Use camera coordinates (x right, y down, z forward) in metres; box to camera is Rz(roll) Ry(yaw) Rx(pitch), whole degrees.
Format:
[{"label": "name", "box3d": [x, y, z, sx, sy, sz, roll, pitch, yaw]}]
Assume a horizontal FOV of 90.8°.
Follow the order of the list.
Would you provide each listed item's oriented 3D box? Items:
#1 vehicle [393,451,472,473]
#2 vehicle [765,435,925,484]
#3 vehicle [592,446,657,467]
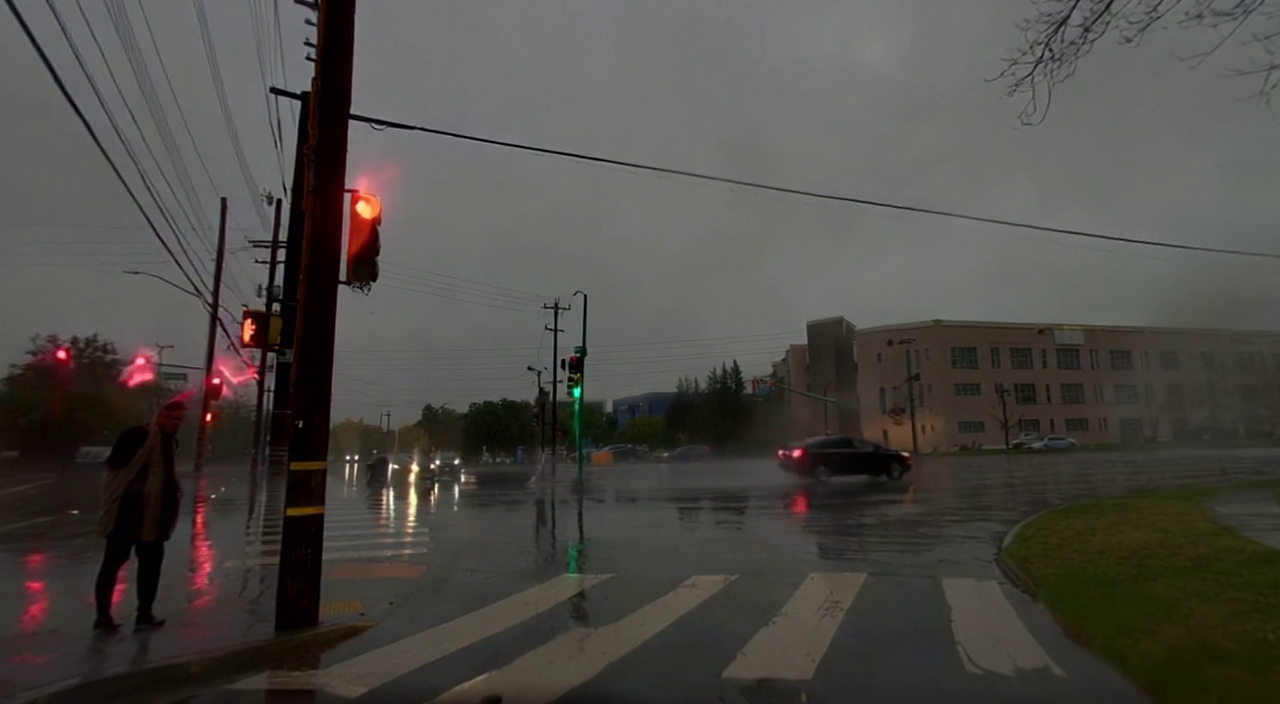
[{"label": "vehicle", "box3d": [-14.127, 7.444, 42.987, 4.837, 1.407, 1.818, 4, -9, -26]}, {"label": "vehicle", "box3d": [6.842, 3.565, 21.205, 4.700, 1.479, 2.095, 3, -9, -17]}, {"label": "vehicle", "box3d": [-1.133, 7.553, 45.818, 4.391, 1.451, 1.717, 4, -9, -26]}]
